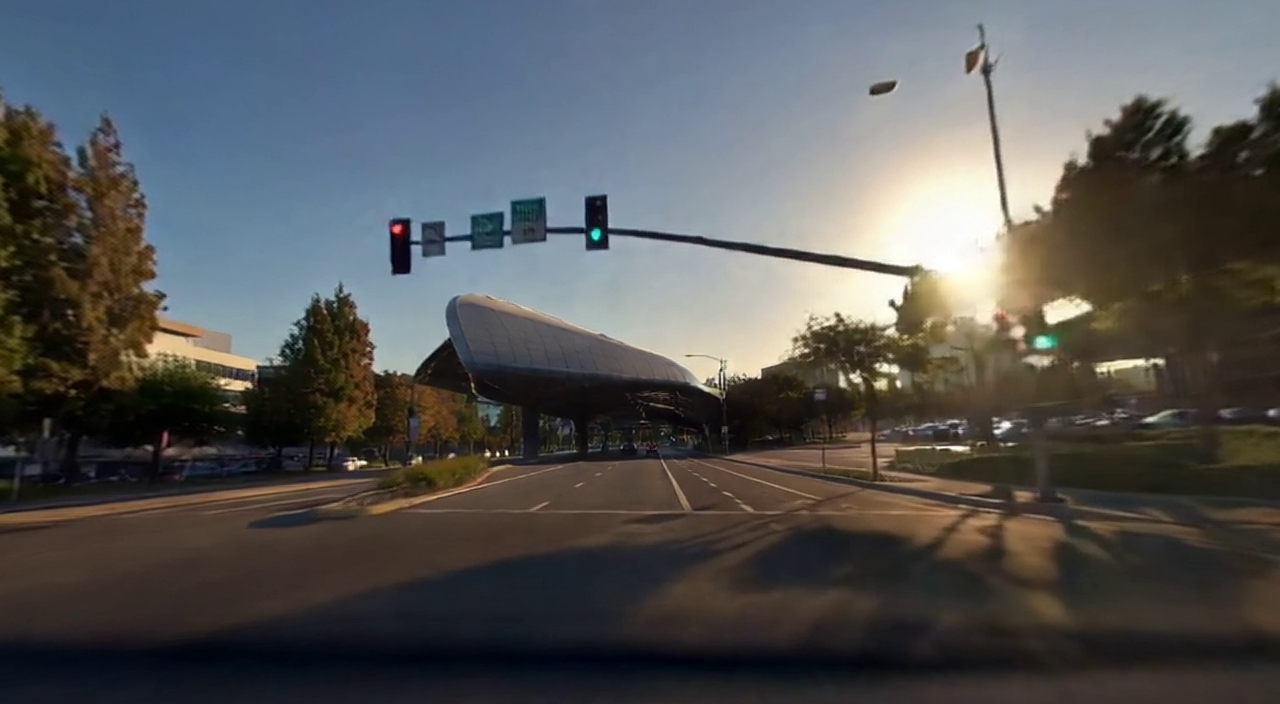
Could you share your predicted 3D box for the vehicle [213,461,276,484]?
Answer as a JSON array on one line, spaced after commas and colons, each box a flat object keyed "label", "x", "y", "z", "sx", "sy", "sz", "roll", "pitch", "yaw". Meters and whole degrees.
[{"label": "vehicle", "x": -29.564, "y": 9.006, "z": 47.225, "sx": 1.815, "sy": 1.531, "sz": 4.544, "roll": 0, "pitch": -8, "yaw": -1}]

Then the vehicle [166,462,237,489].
[{"label": "vehicle", "x": -29.538, "y": 8.311, "z": 42.631, "sx": 1.807, "sy": 1.534, "sz": 4.156, "roll": 0, "pitch": -8, "yaw": 0}]
